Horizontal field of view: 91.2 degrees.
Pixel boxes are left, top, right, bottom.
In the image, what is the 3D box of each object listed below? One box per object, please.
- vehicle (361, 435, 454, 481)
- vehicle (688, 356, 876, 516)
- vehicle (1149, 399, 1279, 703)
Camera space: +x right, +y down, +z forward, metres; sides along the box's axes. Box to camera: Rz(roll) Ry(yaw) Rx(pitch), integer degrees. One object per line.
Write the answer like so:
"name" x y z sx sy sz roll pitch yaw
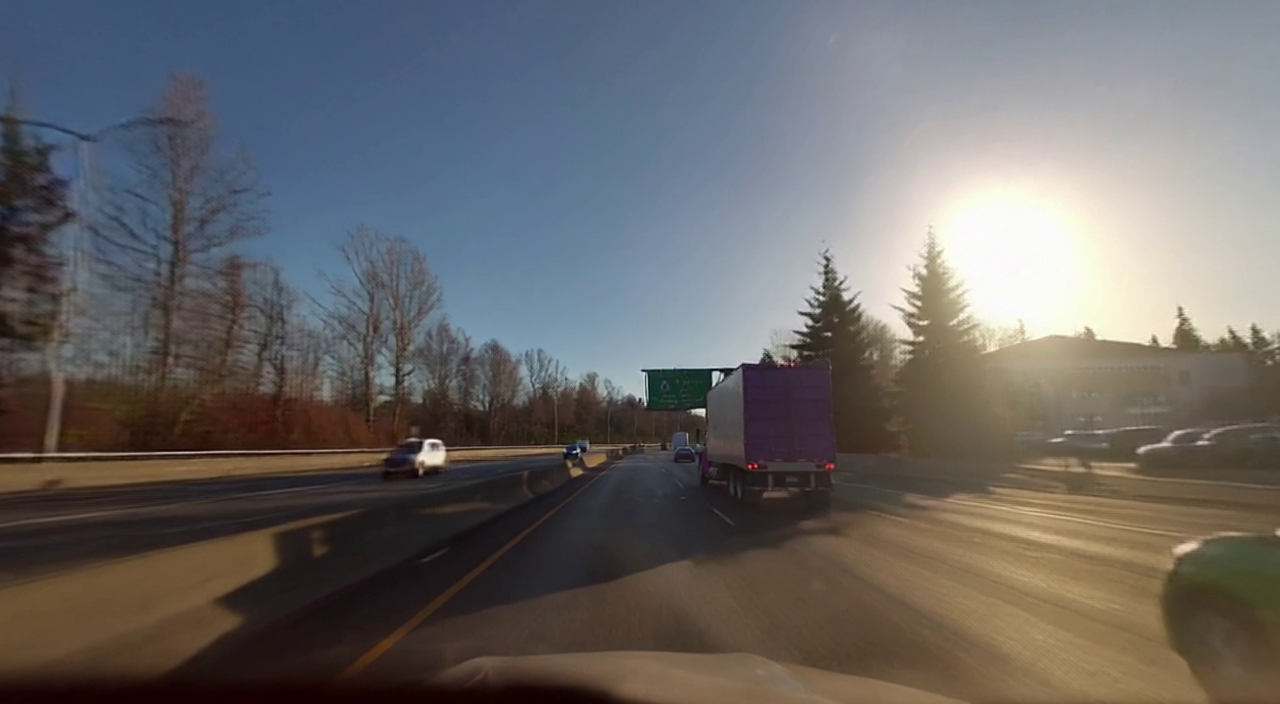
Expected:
"vehicle" -9.137 4.204 25.055 1.955 1.683 4.168 0 -9 2
"vehicle" 3.704 2.945 21.245 2.916 3.563 14.462 0 -9 0
"vehicle" 3.632 0.775 1.225 1.971 1.558 3.834 0 -9 -1
